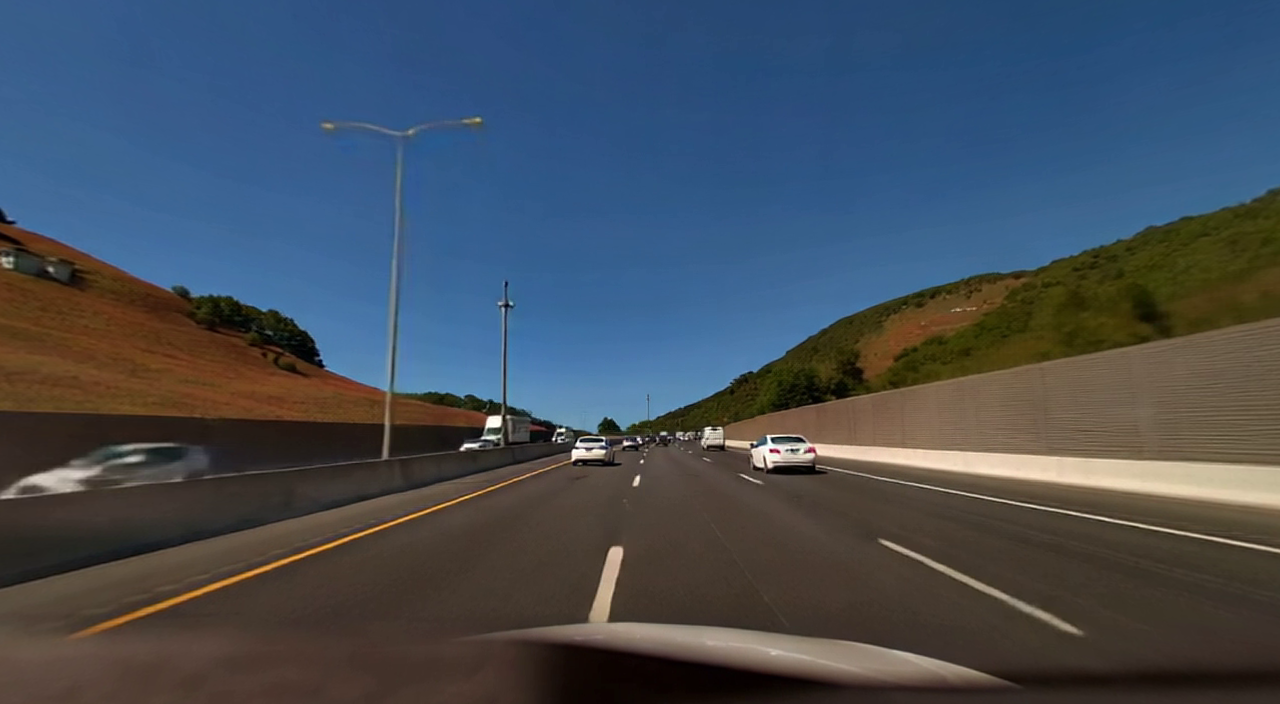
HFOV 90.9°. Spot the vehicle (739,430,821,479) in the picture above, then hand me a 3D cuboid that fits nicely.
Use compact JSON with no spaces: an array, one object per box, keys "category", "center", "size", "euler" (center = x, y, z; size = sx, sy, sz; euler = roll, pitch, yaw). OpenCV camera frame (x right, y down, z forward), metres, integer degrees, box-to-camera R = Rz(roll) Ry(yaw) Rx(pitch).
[{"category":"vehicle","center":[4.572,3.373,21.076],"size":[1.806,1.469,3.681],"euler":[0,-8,-1]}]

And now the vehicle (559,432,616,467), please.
[{"category":"vehicle","center":[-2.288,4.413,28.816],"size":[2.204,1.486,4.121],"euler":[0,-8,1]}]

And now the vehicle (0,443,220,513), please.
[{"category":"vehicle","center":[-13.834,3.215,16.761],"size":[2.087,1.553,4.617],"euler":[0,-8,0]}]
